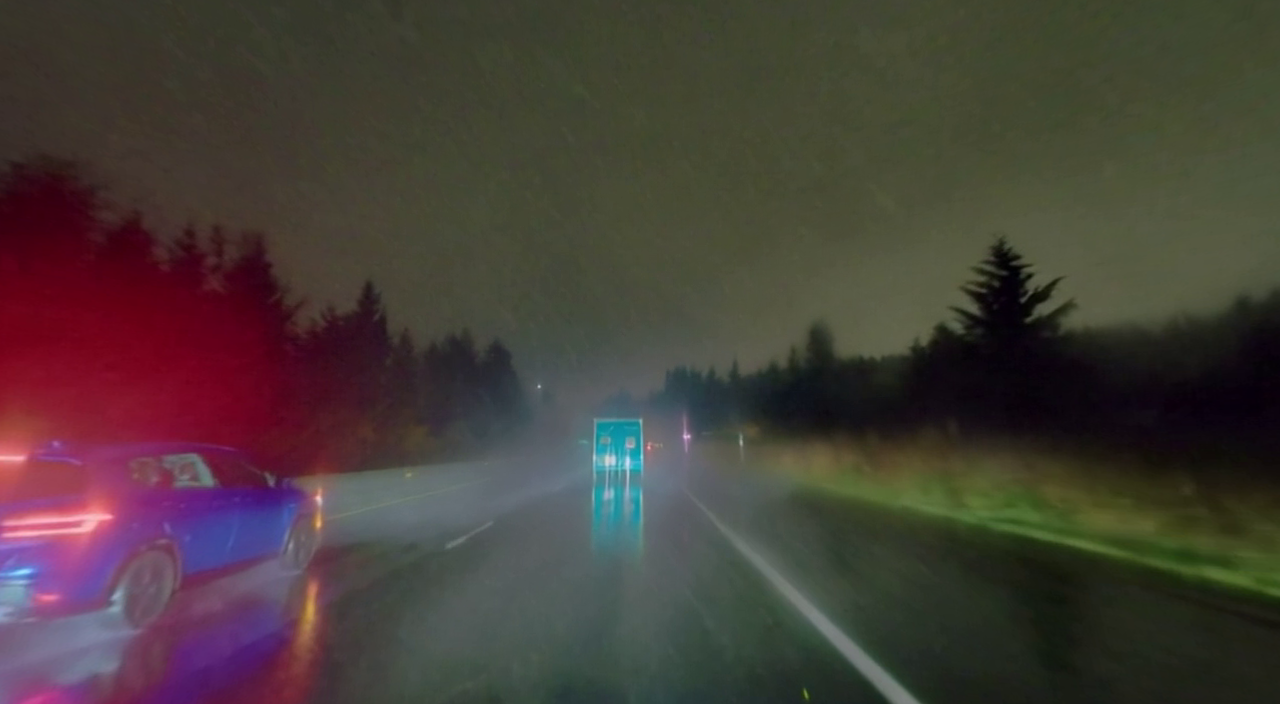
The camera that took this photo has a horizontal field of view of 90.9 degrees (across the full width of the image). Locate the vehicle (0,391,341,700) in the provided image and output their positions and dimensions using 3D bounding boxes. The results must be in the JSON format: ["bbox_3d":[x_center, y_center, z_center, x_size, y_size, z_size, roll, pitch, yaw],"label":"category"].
[{"bbox_3d":[-4.596,1.306,5.118,2.198,1.666,4.311,0,-9,0],"label":"vehicle"}]

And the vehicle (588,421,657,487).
[{"bbox_3d":[-0.584,3.701,23.065,2.248,2.154,4.892,0,-9,0],"label":"vehicle"}]
